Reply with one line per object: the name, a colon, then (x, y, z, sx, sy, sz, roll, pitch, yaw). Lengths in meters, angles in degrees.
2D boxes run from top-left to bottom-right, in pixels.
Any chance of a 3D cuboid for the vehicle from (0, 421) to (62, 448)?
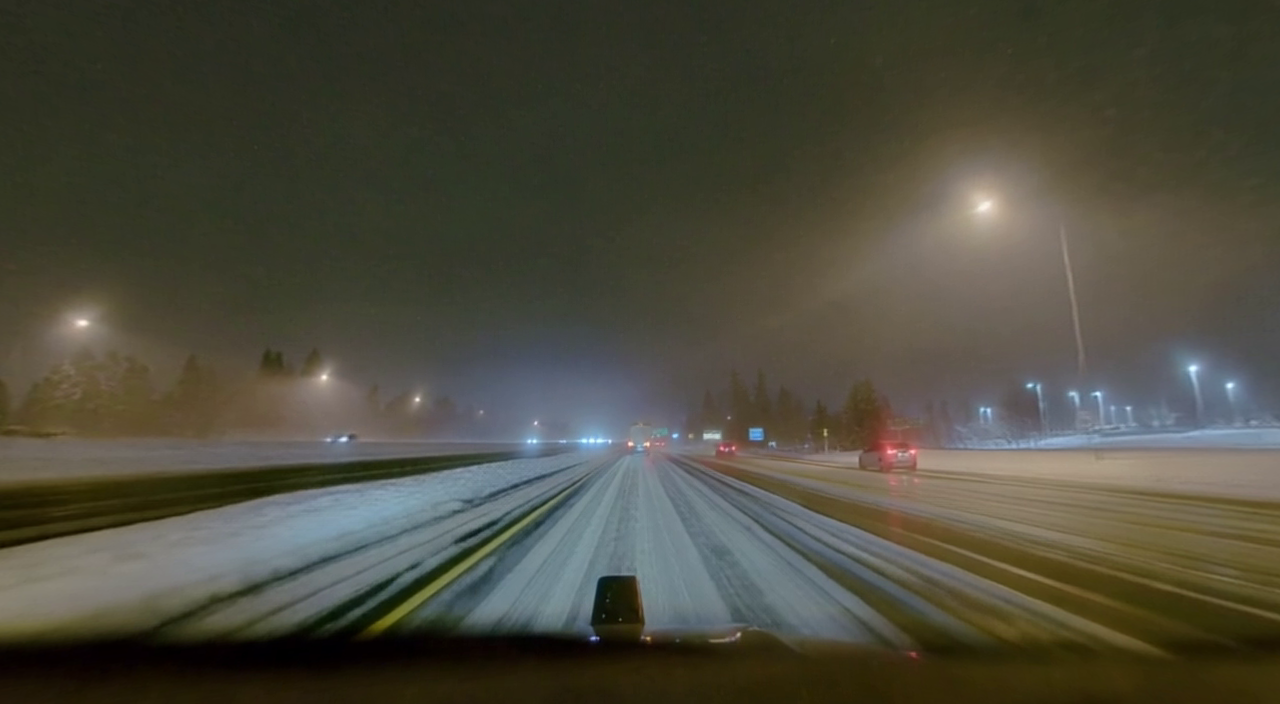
vehicle: (-37.469, 4.955, 37.608, 1.850, 1.517, 4.306, 0, -8, -1)
